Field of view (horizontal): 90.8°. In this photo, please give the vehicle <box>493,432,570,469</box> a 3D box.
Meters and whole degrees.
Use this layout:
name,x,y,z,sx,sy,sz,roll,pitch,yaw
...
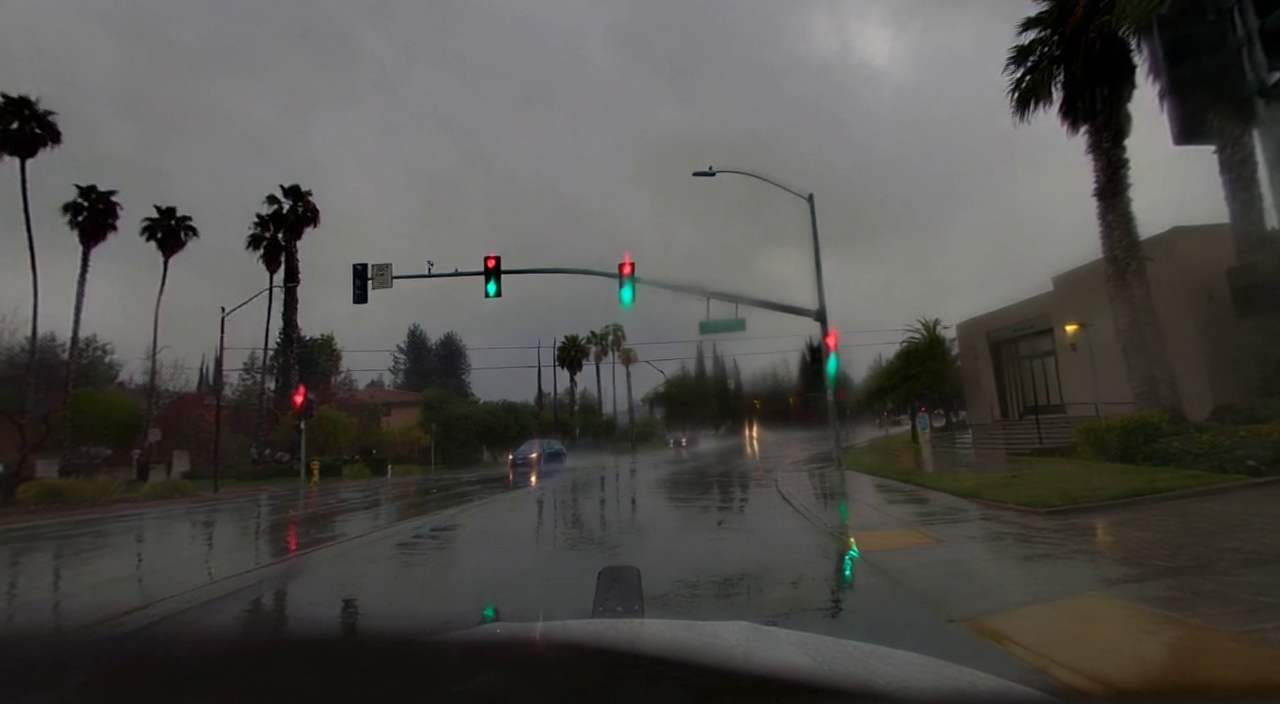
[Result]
name,x,y,z,sx,sy,sz,roll,pitch,yaw
vehicle,-5.666,5.239,33.634,2.181,1.792,4.648,-3,-9,16
